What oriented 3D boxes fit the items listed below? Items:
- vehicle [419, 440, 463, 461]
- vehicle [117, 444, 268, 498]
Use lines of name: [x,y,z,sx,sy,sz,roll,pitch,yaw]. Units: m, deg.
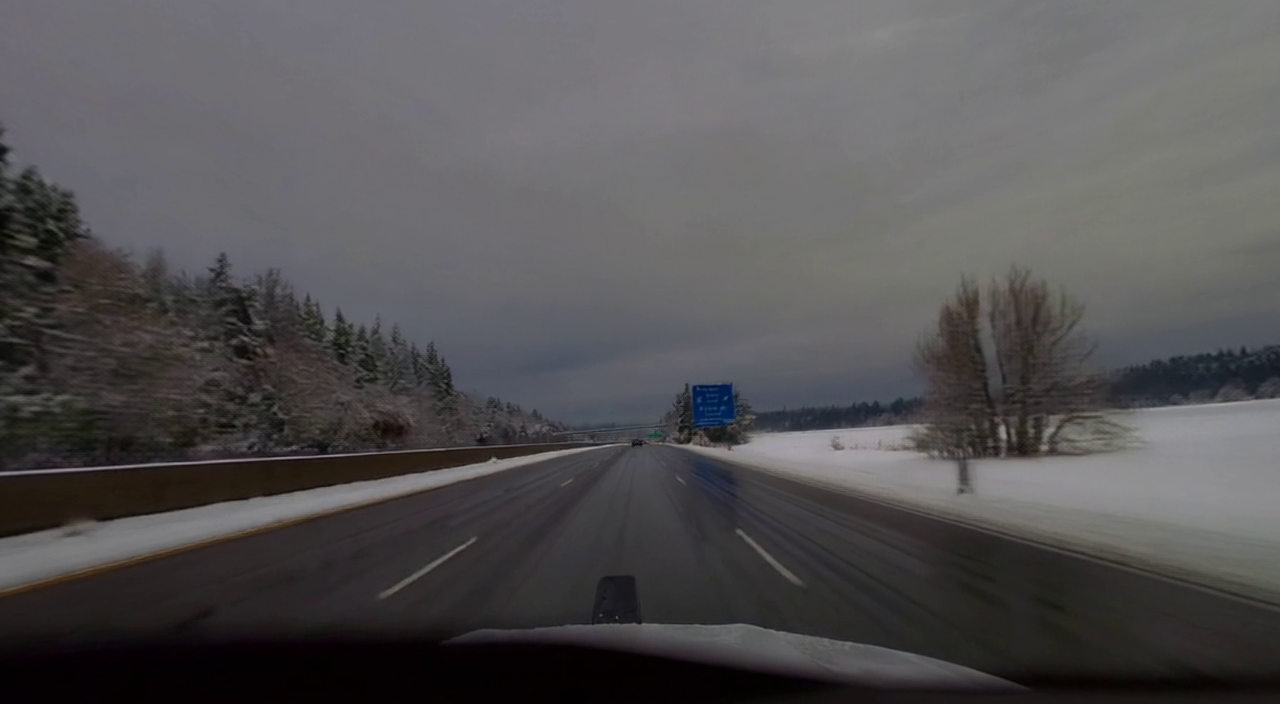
vehicle: [-15.064,7.439,47.781,1.994,1.455,4.162,0,-8,0]
vehicle: [-13.352,3.528,19.066,1.801,1.390,3.799,0,-8,-1]
